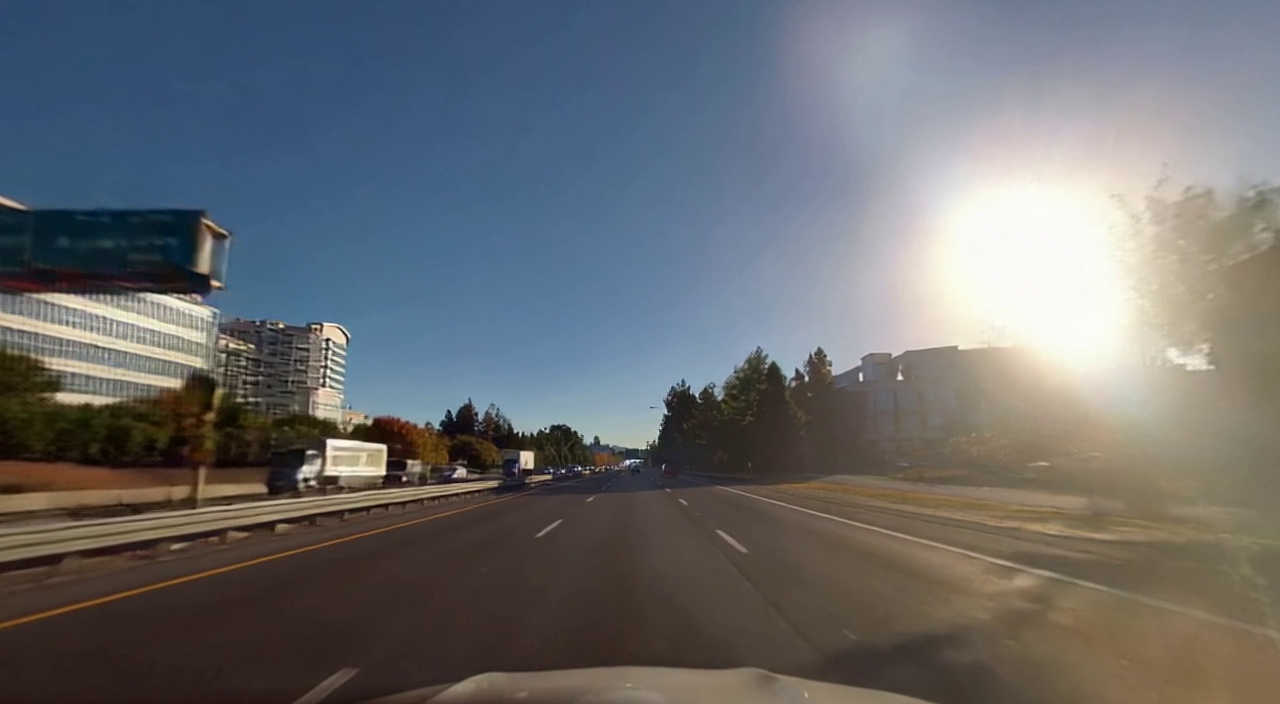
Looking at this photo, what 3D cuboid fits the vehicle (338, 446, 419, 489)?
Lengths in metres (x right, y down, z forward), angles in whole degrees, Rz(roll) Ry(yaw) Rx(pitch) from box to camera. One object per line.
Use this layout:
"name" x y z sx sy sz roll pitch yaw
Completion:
"vehicle" -20.182 9.018 49.193 2.847 3.022 7.806 1 -10 0

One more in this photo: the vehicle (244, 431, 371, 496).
"vehicle" -20.102 6.924 38.906 2.878 3.472 8.849 1 -10 0
